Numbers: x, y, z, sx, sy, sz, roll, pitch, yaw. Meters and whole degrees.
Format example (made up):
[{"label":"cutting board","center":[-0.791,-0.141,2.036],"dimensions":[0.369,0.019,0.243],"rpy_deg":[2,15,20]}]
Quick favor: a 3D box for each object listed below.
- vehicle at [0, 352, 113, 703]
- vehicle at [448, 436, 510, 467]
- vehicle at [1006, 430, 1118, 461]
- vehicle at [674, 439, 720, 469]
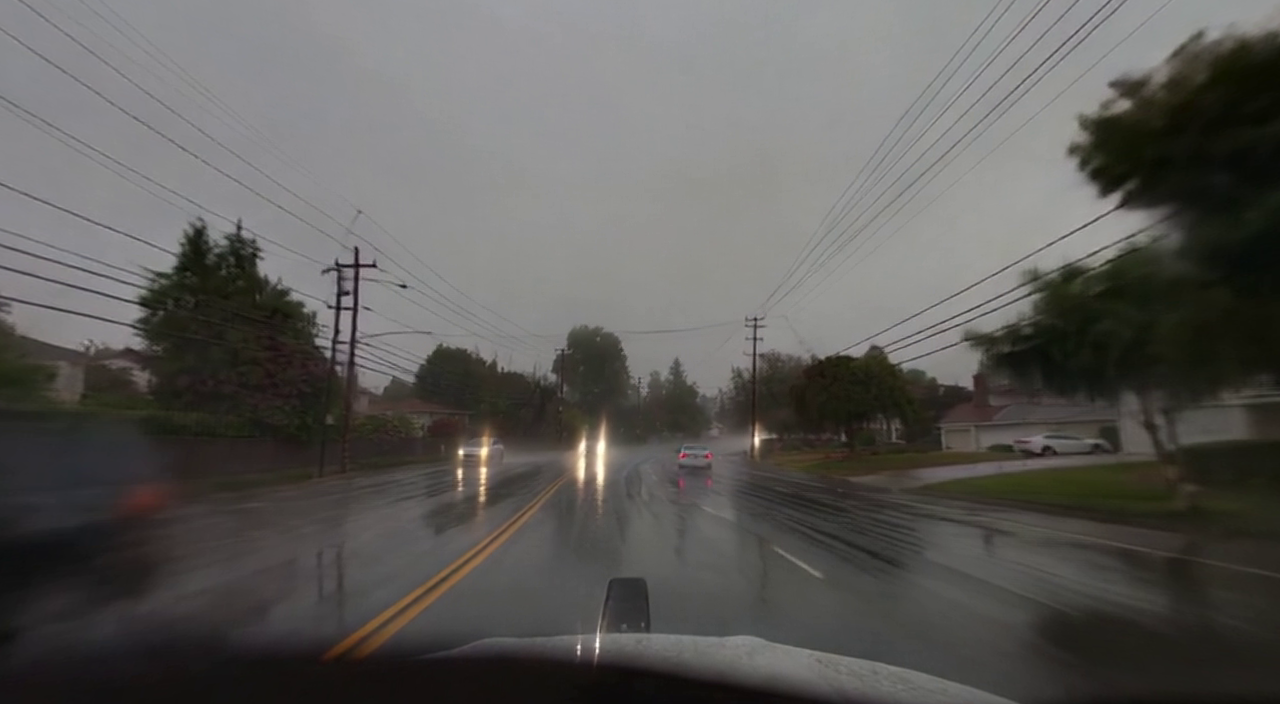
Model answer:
[{"label":"vehicle","center":[-4.140,0.637,1.187],"dimensions":[2.205,1.769,4.589],"rpy_deg":[-1,-9,2]},{"label":"vehicle","center":[-8.501,5.316,33.777],"dimensions":[2.019,1.476,4.786],"rpy_deg":[0,-9,0]},{"label":"vehicle","center":[21.733,4.823,32.537],"dimensions":[4.444,1.479,1.913],"rpy_deg":[0,-8,-3]},{"label":"vehicle","center":[2.928,5.336,33.103],"dimensions":[1.982,1.451,4.152],"rpy_deg":[0,-9,-1]}]
